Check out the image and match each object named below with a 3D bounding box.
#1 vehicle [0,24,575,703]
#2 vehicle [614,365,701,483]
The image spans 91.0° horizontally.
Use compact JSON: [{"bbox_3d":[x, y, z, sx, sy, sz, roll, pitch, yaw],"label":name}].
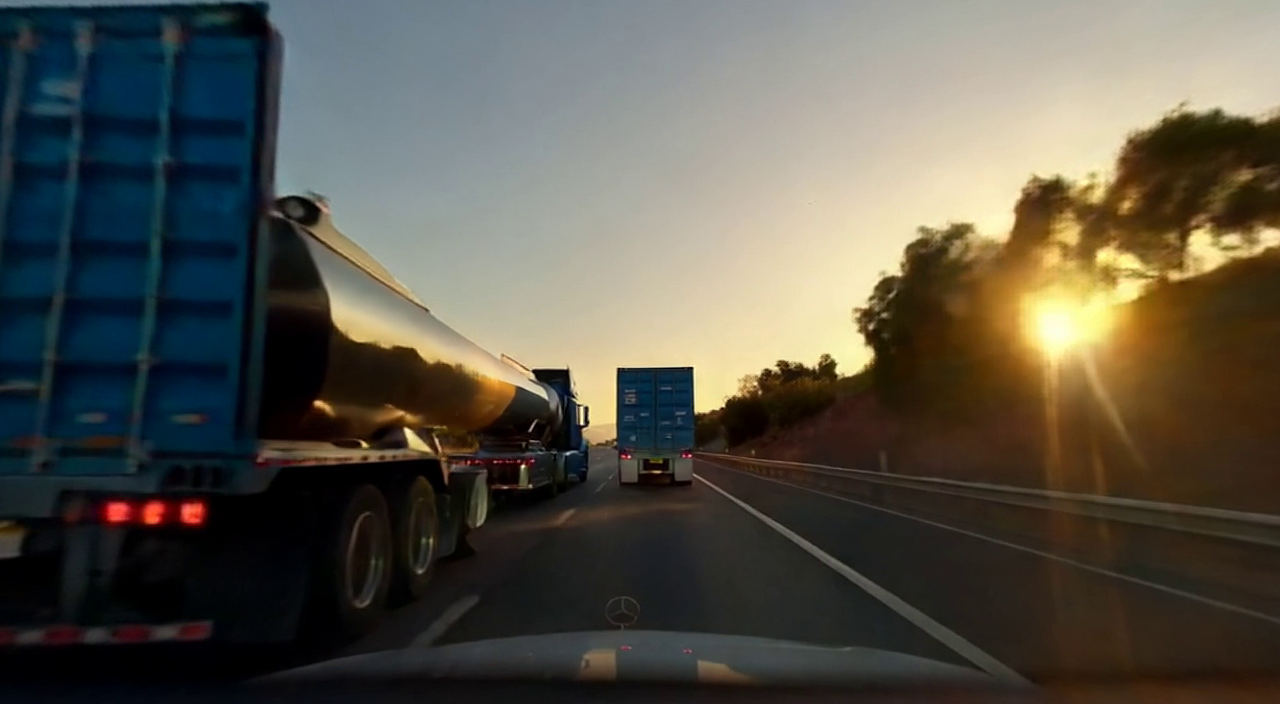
[{"bbox_3d":[-3.678,1.200,11.831,3.267,3.655,17.154,0,-9,-1],"label":"vehicle"},{"bbox_3d":[0.664,3.291,27.171,2.942,4.003,11.297,0,-9,1],"label":"vehicle"}]
